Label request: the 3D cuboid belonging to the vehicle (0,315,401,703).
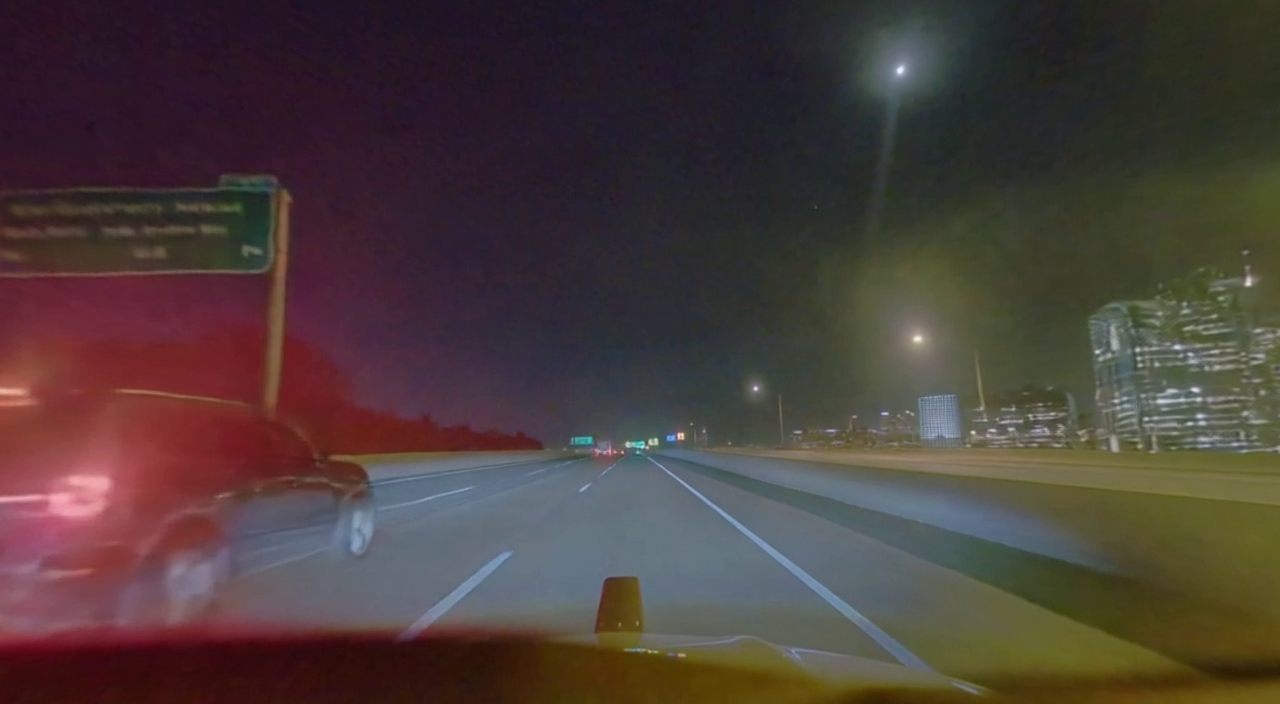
[{"bbox_3d":[-3.650,1.020,4.216,2.145,1.828,4.867,0,-8,1],"label":"vehicle"}]
